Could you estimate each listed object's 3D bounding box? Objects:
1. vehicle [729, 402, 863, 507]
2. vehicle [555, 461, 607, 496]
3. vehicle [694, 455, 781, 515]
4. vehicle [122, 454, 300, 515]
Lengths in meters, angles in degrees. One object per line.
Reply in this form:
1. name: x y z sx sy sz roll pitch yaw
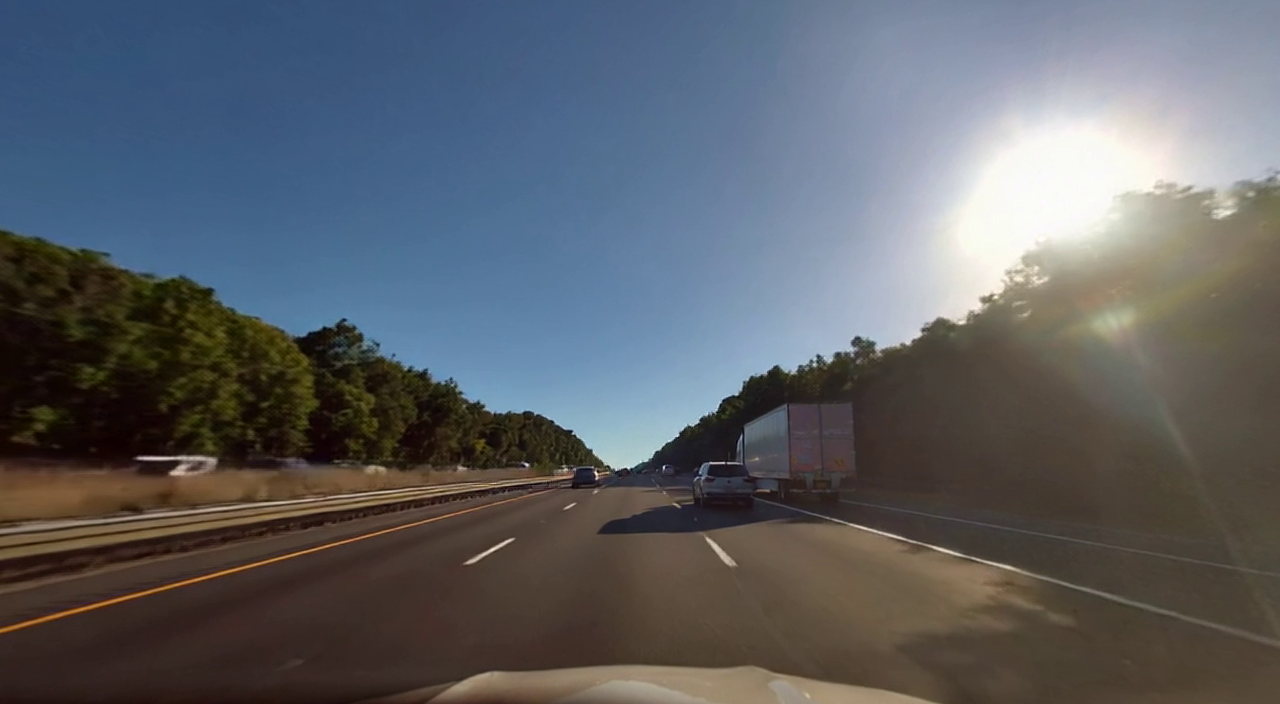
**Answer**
1. vehicle: 7.449 5.611 33.697 2.883 4.151 17.144 1 -10 0
2. vehicle: -2.758 6.105 30.480 2.025 1.547 4.150 1 -10 1
3. vehicle: 3.026 4.292 20.586 2.050 1.708 4.457 1 -10 -1
4. vehicle: -11.410 3.551 17.147 1.827 1.412 4.194 1 -10 1
